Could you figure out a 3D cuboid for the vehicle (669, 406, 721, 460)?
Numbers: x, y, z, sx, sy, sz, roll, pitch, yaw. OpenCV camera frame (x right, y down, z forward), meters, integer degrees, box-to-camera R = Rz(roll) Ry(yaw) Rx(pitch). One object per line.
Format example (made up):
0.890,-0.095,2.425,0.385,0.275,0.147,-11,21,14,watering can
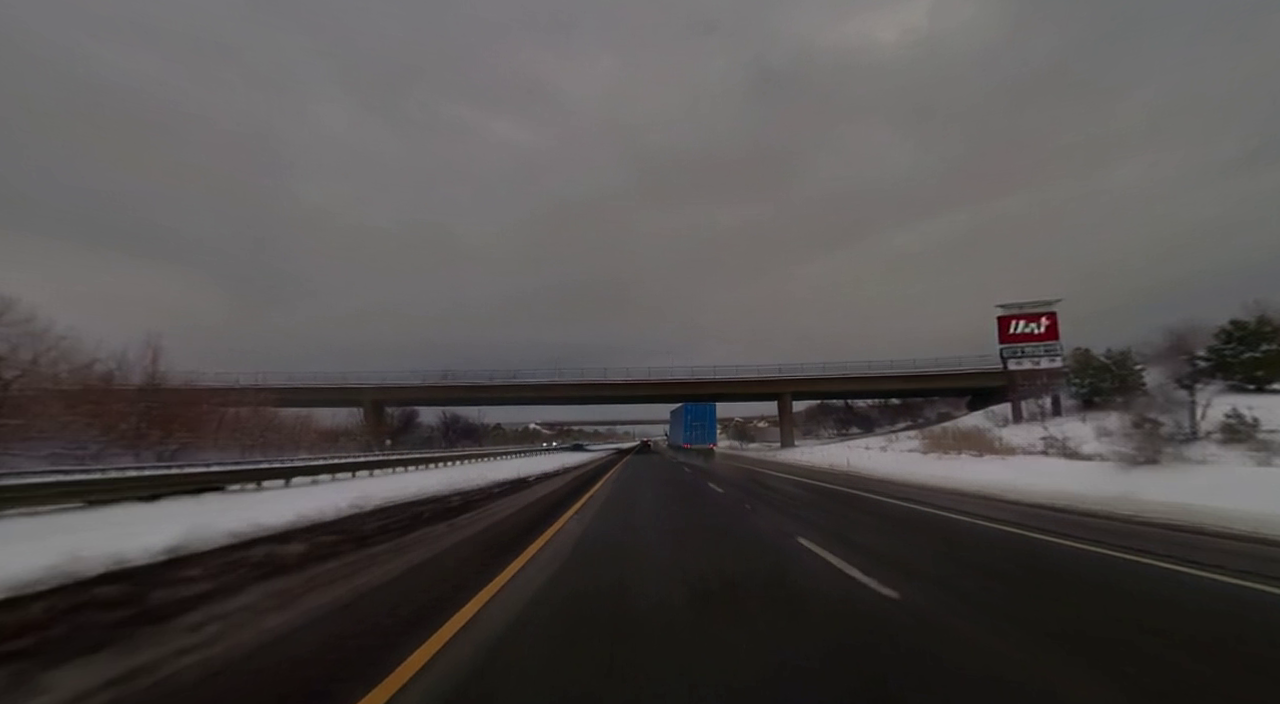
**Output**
4.123,6.471,49.781,3.024,3.834,10.128,0,-8,-1,vehicle
